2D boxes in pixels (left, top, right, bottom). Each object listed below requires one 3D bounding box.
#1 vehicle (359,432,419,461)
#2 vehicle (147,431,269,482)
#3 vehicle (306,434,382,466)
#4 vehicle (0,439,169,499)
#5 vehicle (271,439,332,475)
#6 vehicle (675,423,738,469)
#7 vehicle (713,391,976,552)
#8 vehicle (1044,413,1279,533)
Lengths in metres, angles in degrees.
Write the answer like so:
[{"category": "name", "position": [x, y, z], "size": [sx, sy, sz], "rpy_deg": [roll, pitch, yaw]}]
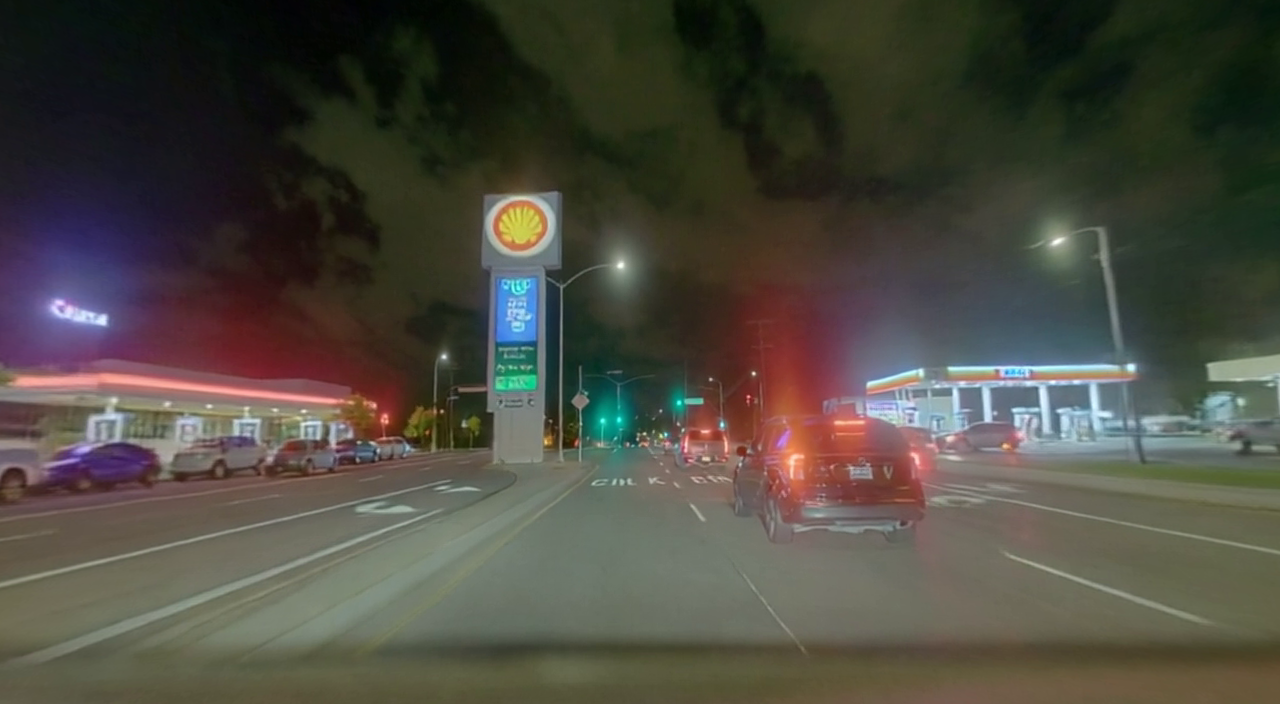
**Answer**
[{"category": "vehicle", "position": [-17.888, 6.764, 45.211], "size": [2.263, 1.887, 5.170], "rpy_deg": [0, -8, -1]}, {"category": "vehicle", "position": [-17.975, 4.350, 26.537], "size": [1.930, 1.935, 4.567], "rpy_deg": [0, -8, -1]}, {"category": "vehicle", "position": [-18.039, 5.986, 38.644], "size": [2.129, 1.843, 5.067], "rpy_deg": [-1, -8, 1]}, {"category": "vehicle", "position": [-18.077, 3.702, 20.447], "size": [1.881, 1.679, 4.598], "rpy_deg": [-1, -8, 2]}, {"category": "vehicle", "position": [-16.057, 4.932, 29.868], "size": [2.290, 1.519, 4.860], "rpy_deg": [4, -9, -28]}, {"category": "vehicle", "position": [2.558, 3.750, 25.246], "size": [1.999, 1.679, 4.217], "rpy_deg": [0, -8, -1]}, {"category": "vehicle", "position": [2.507, 1.637, 9.306], "size": [2.183, 1.720, 4.842], "rpy_deg": [0, -8, -1]}, {"category": "vehicle", "position": [9.723, 1.965, 10.850], "size": [2.177, 1.593, 5.027], "rpy_deg": [0, -8, 0]}]
